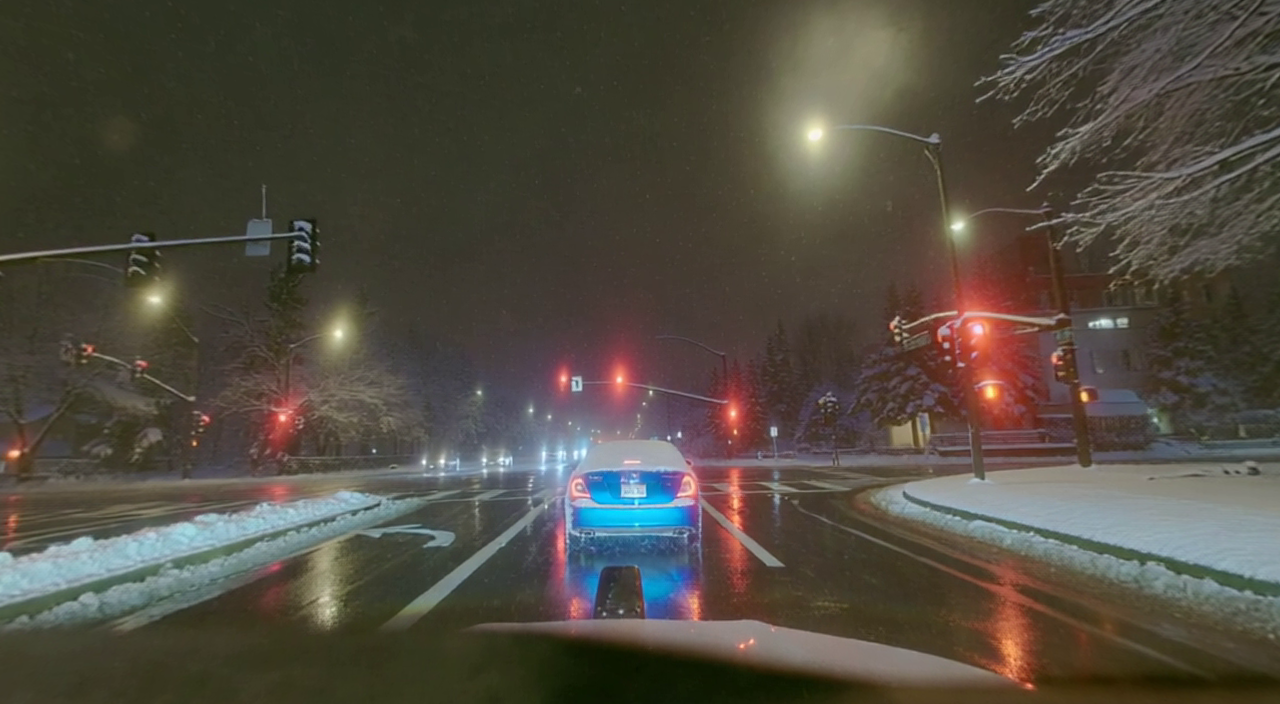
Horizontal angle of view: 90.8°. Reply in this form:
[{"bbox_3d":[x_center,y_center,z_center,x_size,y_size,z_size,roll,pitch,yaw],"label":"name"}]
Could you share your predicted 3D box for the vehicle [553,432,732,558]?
[{"bbox_3d":[0.003,1.997,9.521,2.107,1.470,3.974,0,-9,-1],"label":"vehicle"}]
